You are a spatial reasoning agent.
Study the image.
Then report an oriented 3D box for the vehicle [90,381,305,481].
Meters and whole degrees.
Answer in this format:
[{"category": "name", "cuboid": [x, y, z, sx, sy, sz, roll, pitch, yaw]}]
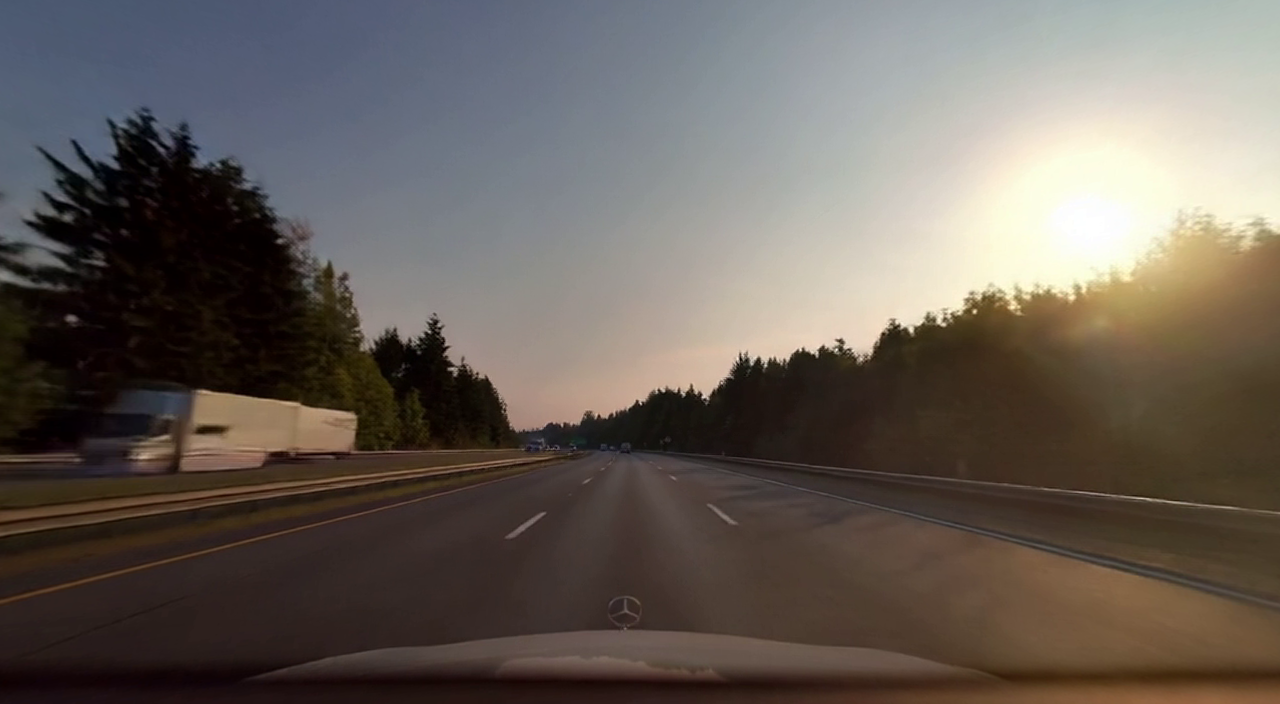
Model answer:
[{"category": "vehicle", "cuboid": [-16.151, 3.082, 23.910, 2.828, 3.195, 7.192, 0, -9, 0]}]
